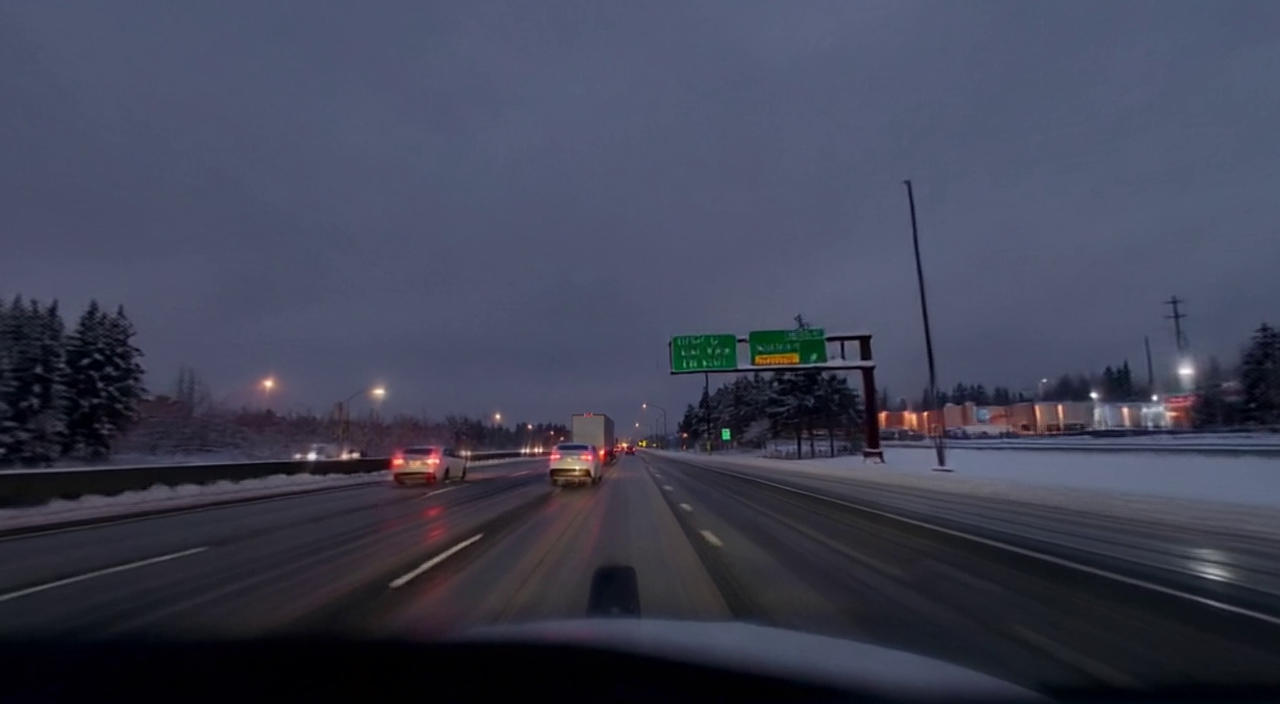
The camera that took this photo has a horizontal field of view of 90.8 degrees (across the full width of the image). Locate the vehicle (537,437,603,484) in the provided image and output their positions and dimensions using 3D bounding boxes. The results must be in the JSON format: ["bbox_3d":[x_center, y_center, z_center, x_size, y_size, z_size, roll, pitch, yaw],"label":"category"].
[{"bbox_3d":[-2.658,4.244,24.895,2.033,1.669,4.112,0,-9,1],"label":"vehicle"}]

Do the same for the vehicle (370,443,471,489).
[{"bbox_3d":[-7.699,4.034,22.699,2.026,1.477,4.467,0,-9,0],"label":"vehicle"}]
